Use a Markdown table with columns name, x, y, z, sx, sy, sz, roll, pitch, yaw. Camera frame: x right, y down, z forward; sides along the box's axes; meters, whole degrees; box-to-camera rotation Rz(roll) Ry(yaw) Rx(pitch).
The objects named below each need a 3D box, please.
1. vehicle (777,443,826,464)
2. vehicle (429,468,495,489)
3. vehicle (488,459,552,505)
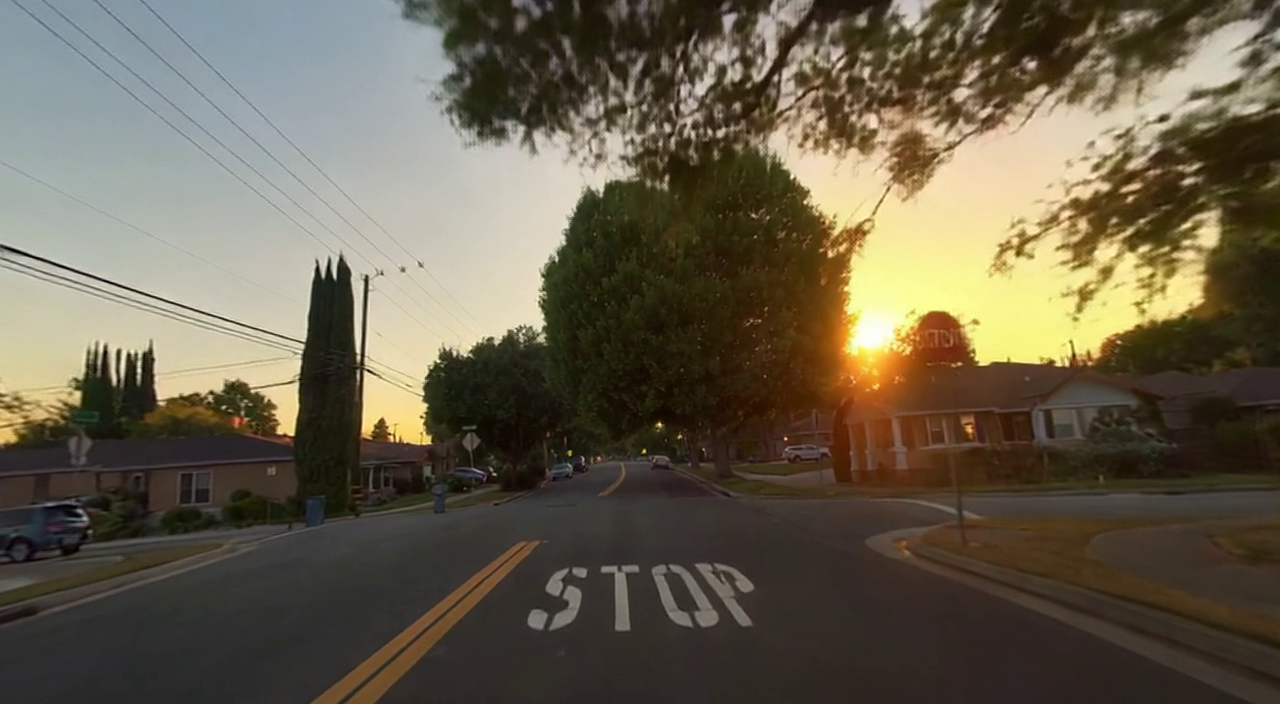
| name | x | y | z | sx | sy | sz | roll | pitch | yaw |
| --- | --- | --- | --- | --- | --- | --- | --- | --- | --- |
| vehicle | 12.501 | 7.850 | 48.906 | 3.563 | 1.551 | 1.916 | -2 | -8 | 13 |
| vehicle | -13.996 | 9.964 | 49.714 | 4.601 | 1.486 | 1.876 | -3 | -9 | 14 |
| vehicle | -6.081 | 6.613 | 32.485 | 2.149 | 1.823 | 4.613 | -6 | -9 | 1 |
